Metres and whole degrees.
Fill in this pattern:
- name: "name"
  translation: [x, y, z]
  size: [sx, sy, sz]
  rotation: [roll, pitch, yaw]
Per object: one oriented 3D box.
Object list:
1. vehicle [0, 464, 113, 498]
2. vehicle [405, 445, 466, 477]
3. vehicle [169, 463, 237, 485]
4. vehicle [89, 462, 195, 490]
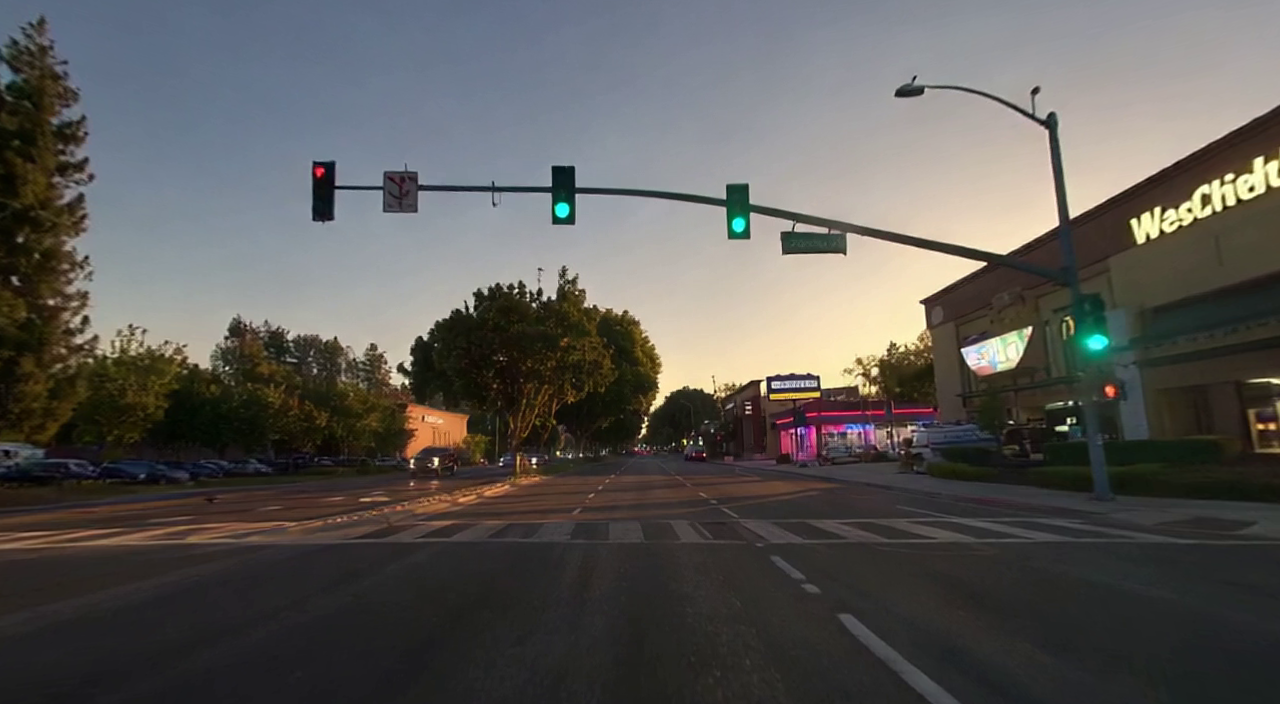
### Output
- name: "vehicle"
  translation: [-30.898, 6.723, 32.971]
  size: [4.667, 1.495, 2.056]
  rotation: [4, -9, -26]
- name: "vehicle"
  translation: [-14.464, 7.729, 44.977]
  size: [2.315, 1.998, 5.808]
  rotation: [-3, -8, 1]
- name: "vehicle"
  translation: [-31.433, 8.758, 45.408]
  size: [3.590, 1.441, 1.605]
  rotation: [2, -8, -15]
- name: "vehicle"
  translation: [-30.802, 7.653, 39.191]
  size: [4.731, 1.486, 2.187]
  rotation: [4, -9, -27]
